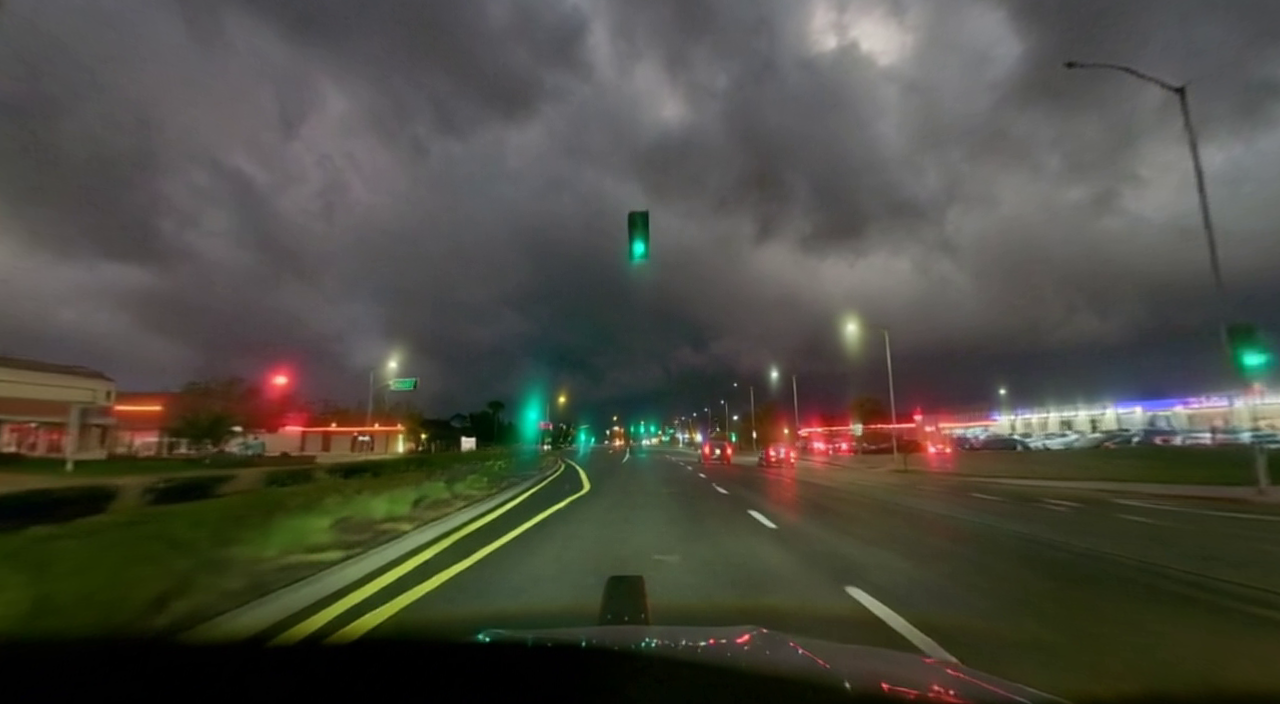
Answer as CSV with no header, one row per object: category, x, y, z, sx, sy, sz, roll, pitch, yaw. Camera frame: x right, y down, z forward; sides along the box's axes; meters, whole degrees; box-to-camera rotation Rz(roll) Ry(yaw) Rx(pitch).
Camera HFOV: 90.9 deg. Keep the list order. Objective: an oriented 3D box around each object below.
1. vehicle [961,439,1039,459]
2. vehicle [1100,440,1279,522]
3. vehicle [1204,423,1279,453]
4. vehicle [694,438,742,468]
vehicle,27.065,7.268,47.403,4.691,1.436,1.988,1,-8,-4
vehicle,11.924,2.419,12.081,1.893,1.434,4.581,7,-10,-38
vehicle,41.701,5.729,41.833,6.213,1.910,2.547,1,-8,-3
vehicle,4.226,5.539,34.722,2.038,1.528,4.259,1,-8,-1
